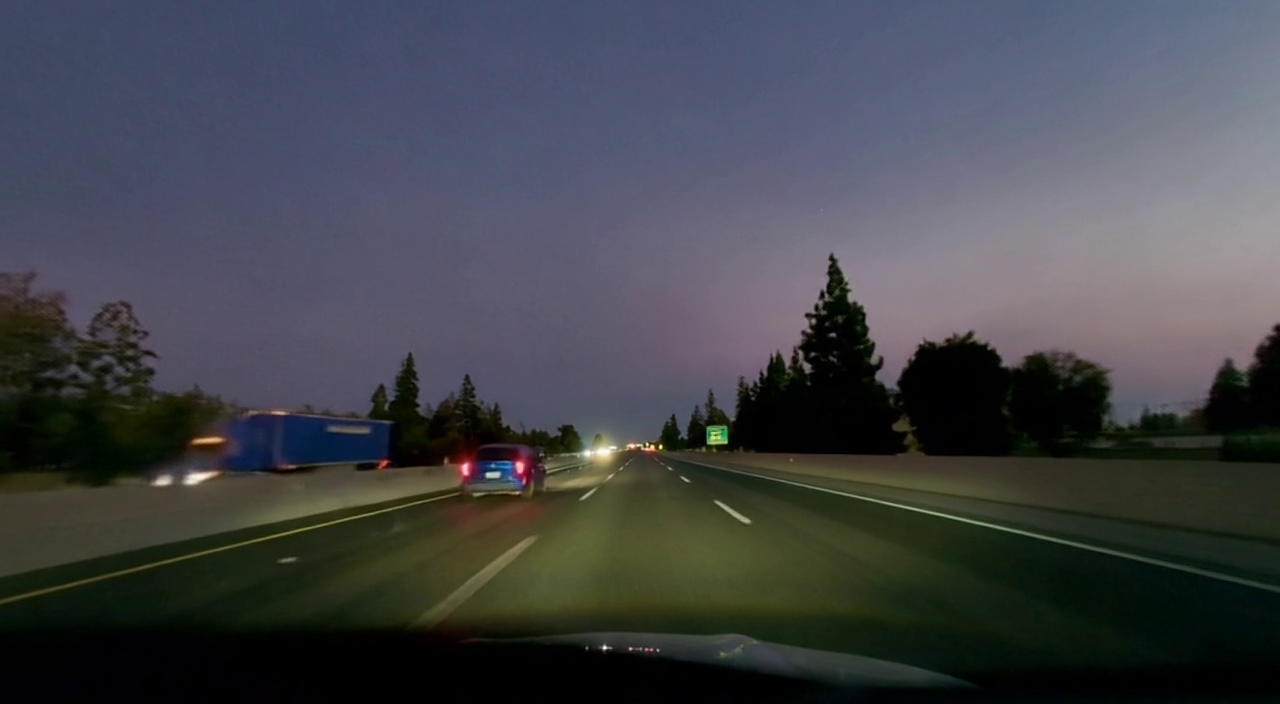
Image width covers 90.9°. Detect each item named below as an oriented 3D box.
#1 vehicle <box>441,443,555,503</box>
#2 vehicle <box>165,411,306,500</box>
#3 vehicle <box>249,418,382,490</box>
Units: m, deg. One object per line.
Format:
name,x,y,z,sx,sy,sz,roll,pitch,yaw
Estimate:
vehicle,-4.022,3.541,18.969,2.128,1.521,5.409,0,-9,1
vehicle,-19.971,5.182,31.671,2.981,3.978,5.949,0,-9,-1
vehicle,-16.176,5.199,32.190,2.671,3.197,7.582,0,-9,0
